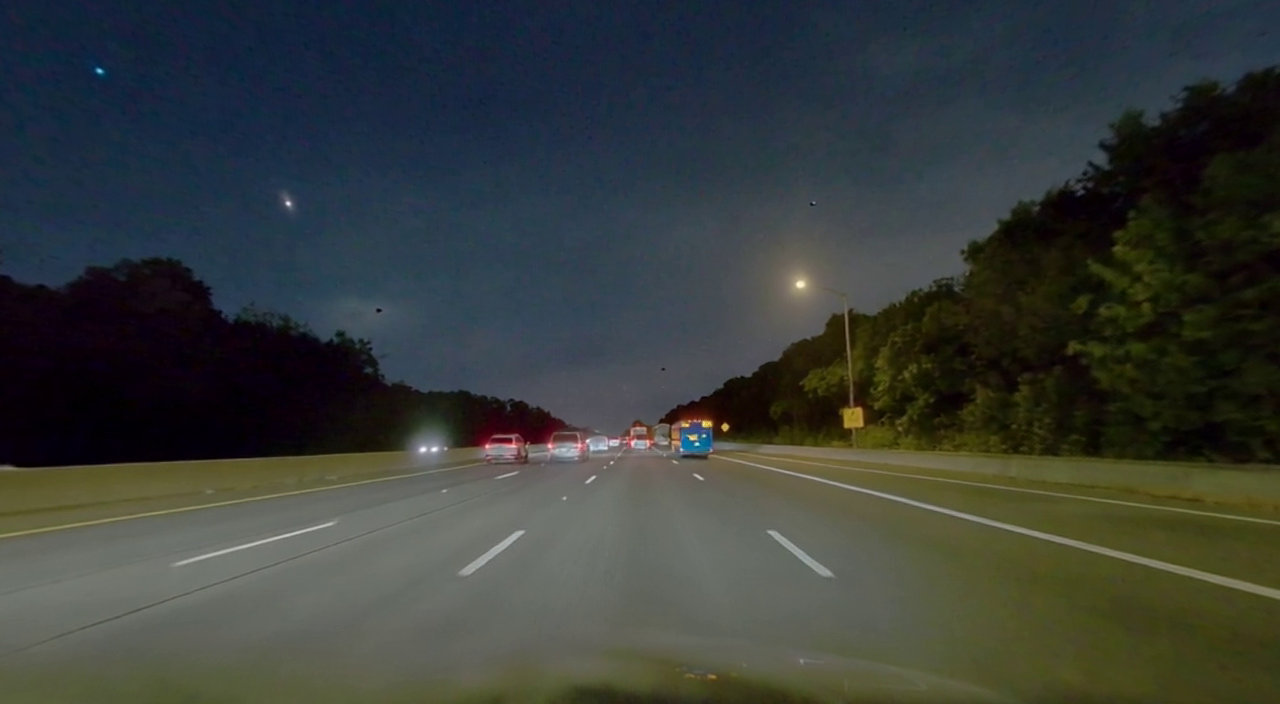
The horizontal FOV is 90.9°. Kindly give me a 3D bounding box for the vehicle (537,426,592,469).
[{"bbox_3d":[-3.508,4.564,30.199,2.016,1.898,4.458,0,-8,1],"label":"vehicle"}]

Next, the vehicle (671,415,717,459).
[{"bbox_3d":[3.655,6.056,44.439,2.573,2.828,6.754,0,-8,-1],"label":"vehicle"}]

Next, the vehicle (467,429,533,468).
[{"bbox_3d":[-7.219,5.048,33.163,2.217,1.870,5.075,0,-8,1],"label":"vehicle"}]
